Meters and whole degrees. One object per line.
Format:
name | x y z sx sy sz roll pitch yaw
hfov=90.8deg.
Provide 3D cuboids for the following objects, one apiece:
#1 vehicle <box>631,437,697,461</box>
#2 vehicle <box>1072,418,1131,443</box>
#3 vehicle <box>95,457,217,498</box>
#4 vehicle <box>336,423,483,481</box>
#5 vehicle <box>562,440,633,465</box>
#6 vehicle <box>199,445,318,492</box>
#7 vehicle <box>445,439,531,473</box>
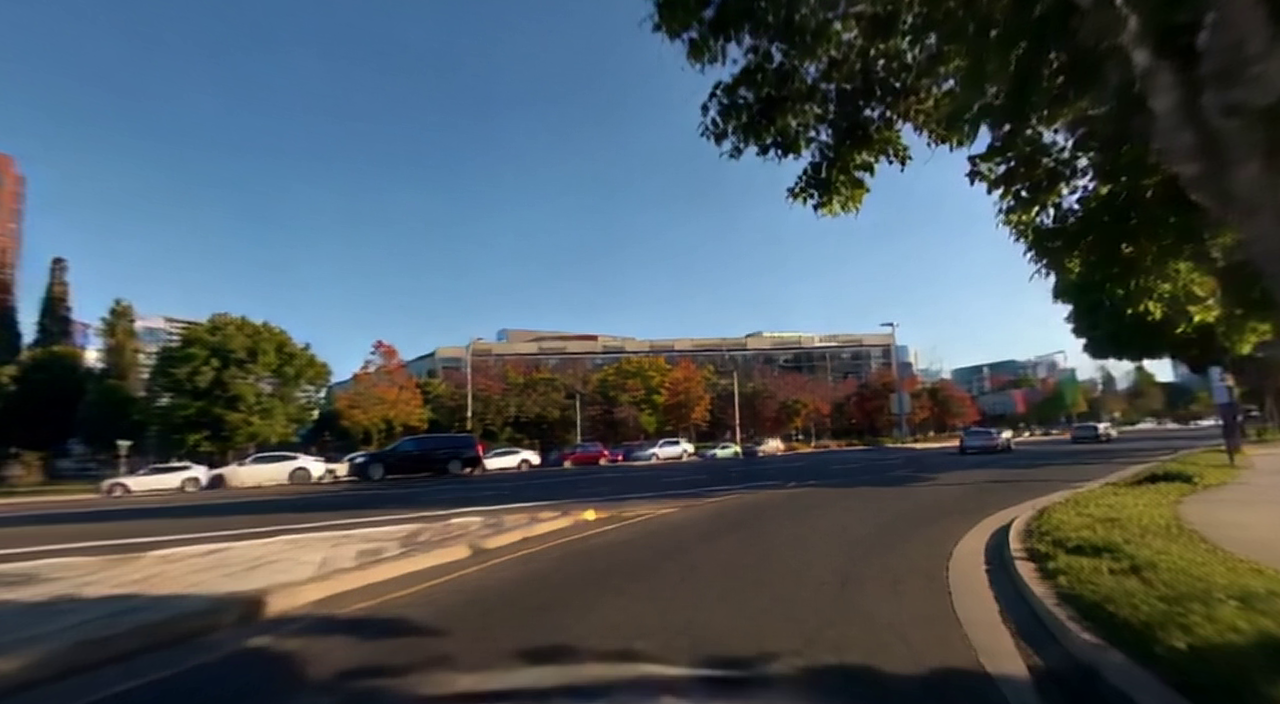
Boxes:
vehicle | 1.812 7.148 46.653 4.727 1.681 1.926 7 -11 -39
vehicle | 34.477 5.907 47.133 4.496 1.765 2.059 6 -11 -35
vehicle | -23.100 5.939 30.227 4.493 1.455 1.946 3 -7 -40
vehicle | -10.173 4.595 28.283 5.636 2.053 2.225 11 -20 -37
vehicle | -2.837 6.801 42.616 4.513 1.582 1.842 7 -11 -39
vehicle | -17.968 5.421 29.880 4.510 1.764 1.947 3 -7 -40
vehicle | -8.984 6.241 37.553 4.467 1.625 2.033 10 -19 -38
